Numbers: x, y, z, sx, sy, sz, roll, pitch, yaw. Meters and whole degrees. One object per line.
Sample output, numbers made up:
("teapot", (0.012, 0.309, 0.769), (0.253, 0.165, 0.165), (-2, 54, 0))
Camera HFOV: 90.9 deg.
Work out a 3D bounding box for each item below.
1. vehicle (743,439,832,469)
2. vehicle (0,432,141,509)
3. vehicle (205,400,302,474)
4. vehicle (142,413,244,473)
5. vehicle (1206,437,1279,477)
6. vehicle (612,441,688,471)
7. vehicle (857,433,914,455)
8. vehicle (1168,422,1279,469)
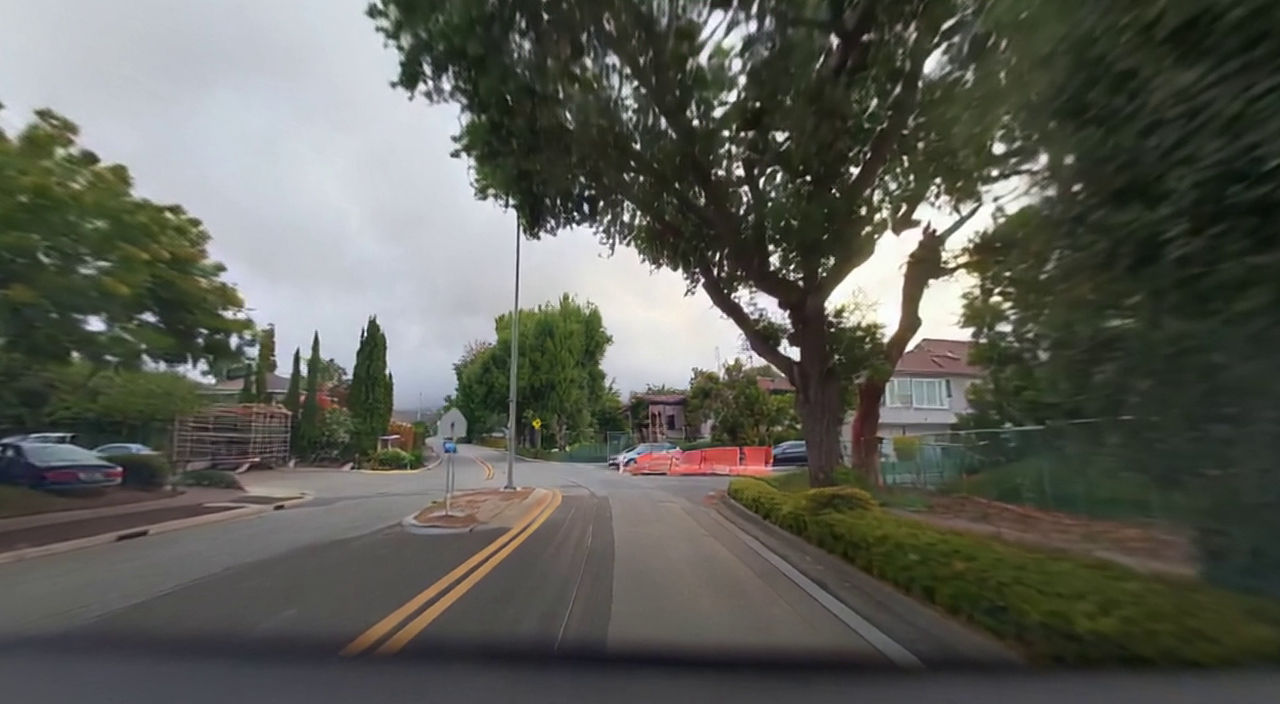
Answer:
("vehicle", (8.125, 5.664, 35.037), (4.378, 1.543, 2.080), (0, -9, -1))
("vehicle", (-14.277, 2.757, 14.764), (1.871, 1.568, 4.420), (-1, -9, -6))
("vehicle", (-20.538, 4.457, 33.862), (2.438, 3.594, 5.582), (2, -6, -11))
("vehicle", (-23.237, 4.775, 33.053), (2.207, 2.862, 4.908), (1, -9, -9))
("vehicle", (25.319, 4.175, 25.282), (1.888, 1.485, 4.798), (-3, -9, 17))
("vehicle", (0.505, 5.616, 34.268), (3.772, 1.531, 1.949), (1, -9, -10))
("vehicle", (19.286, 7.235, 49.513), (4.073, 1.482, 1.825), (1, -10, -28))
("vehicle", (32.806, 5.216, 35.305), (4.274, 2.476, 2.103), (-1, -8, 5))
